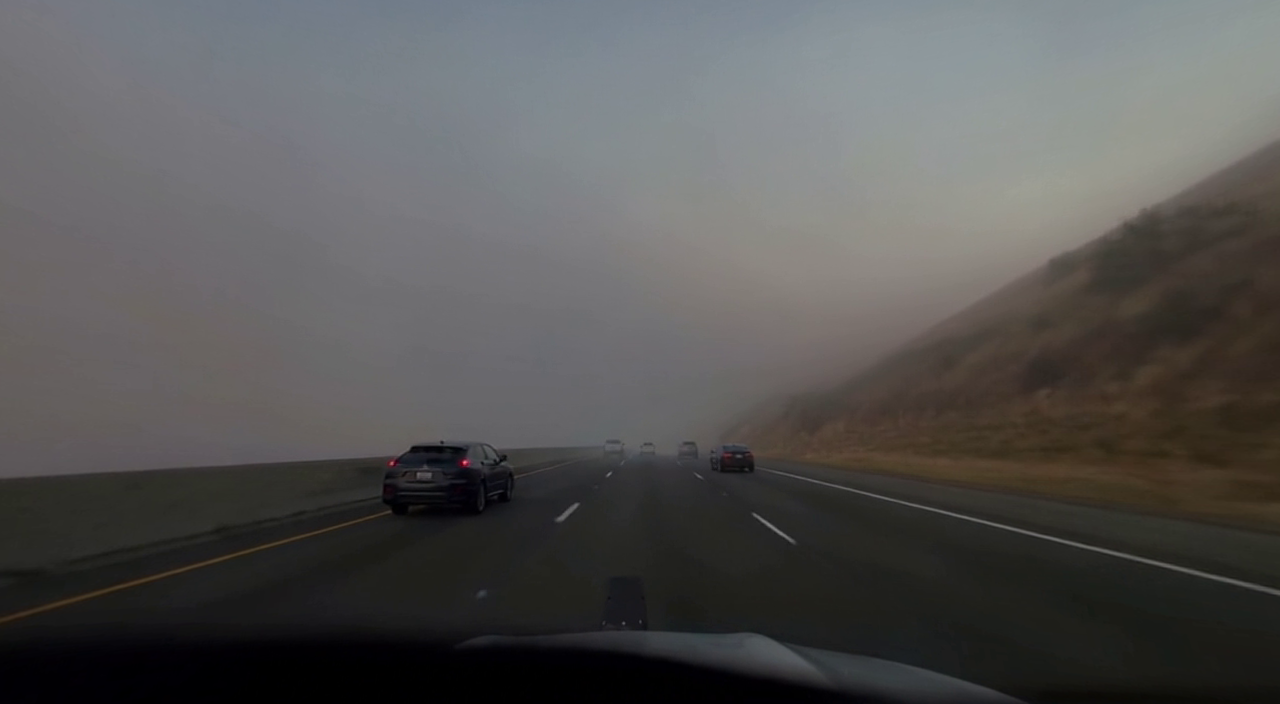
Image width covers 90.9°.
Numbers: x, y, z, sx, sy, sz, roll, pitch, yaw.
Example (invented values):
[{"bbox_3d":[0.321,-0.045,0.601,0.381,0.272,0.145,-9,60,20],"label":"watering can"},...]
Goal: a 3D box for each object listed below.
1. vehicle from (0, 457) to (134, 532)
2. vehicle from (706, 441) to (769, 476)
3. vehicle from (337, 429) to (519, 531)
[{"bbox_3d":[-39.115,8.719,38.505,2.899,4.149,16.070,0,-8,1],"label":"vehicle"},{"bbox_3d":[3.921,4.340,25.975,1.976,1.352,3.602,0,-8,-1],"label":"vehicle"},{"bbox_3d":[-3.575,2.214,11.508,1.910,1.521,3.930,0,-8,1],"label":"vehicle"}]
